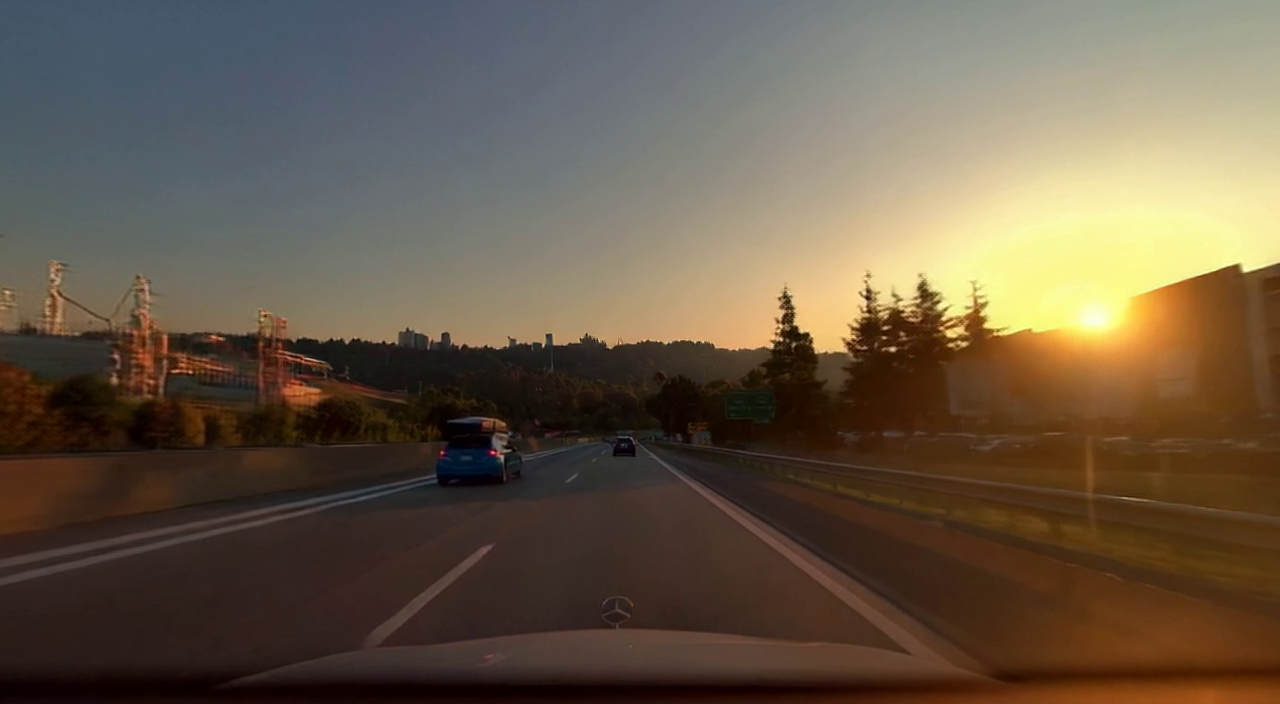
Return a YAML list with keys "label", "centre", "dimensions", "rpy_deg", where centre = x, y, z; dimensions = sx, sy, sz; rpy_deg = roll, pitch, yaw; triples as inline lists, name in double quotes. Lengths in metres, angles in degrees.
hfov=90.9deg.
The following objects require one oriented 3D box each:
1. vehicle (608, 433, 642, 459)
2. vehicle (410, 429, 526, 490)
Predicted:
- label: "vehicle"
  centre: [-0.995, 6.317, 42.542]
  dimensions: [2.151, 1.618, 3.898]
  rpy_deg: [0, -8, -1]
- label: "vehicle"
  centre: [-4.900, 3.124, 18.751]
  dimensions: [2.189, 1.580, 4.607]
  rpy_deg: [0, -8, 0]
